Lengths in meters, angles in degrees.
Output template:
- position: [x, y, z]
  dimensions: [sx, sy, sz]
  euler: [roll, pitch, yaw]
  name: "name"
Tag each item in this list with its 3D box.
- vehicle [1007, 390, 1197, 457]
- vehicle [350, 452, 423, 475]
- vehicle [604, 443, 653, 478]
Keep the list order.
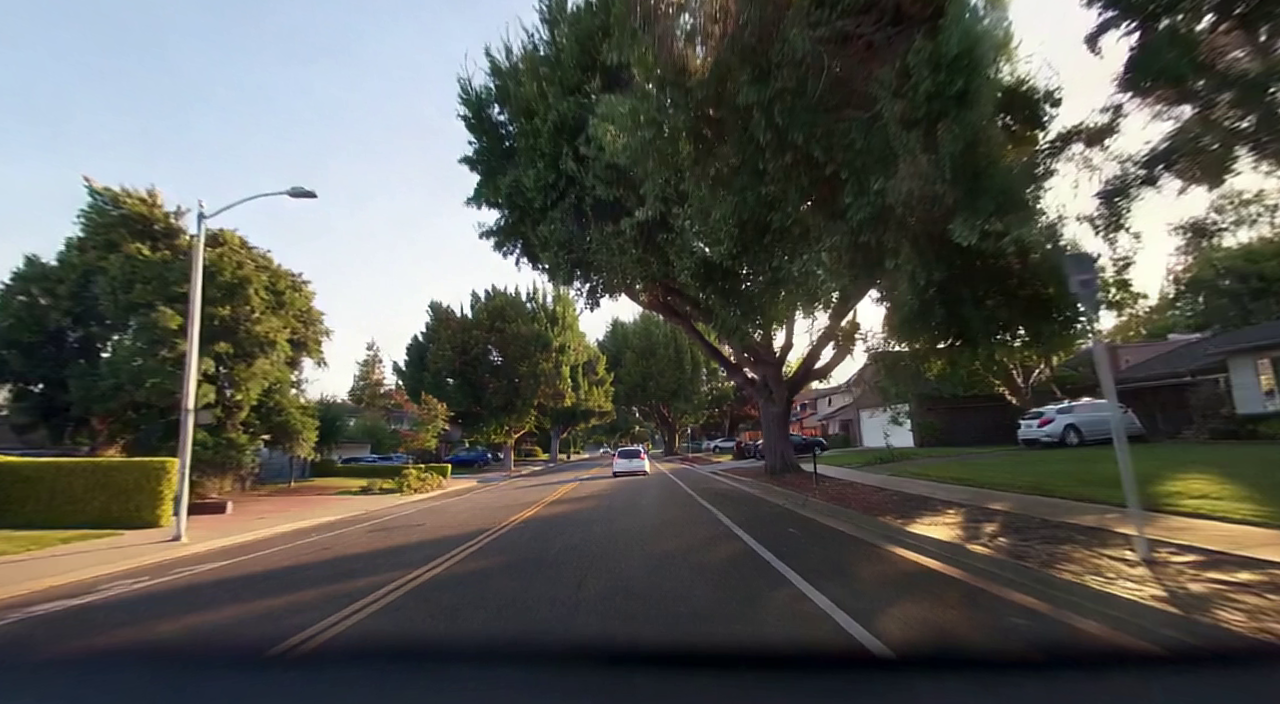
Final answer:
- position: [16.973, 2.688, 23.429]
  dimensions: [5.269, 1.813, 2.063]
  euler: [-6, -9, -1]
  name: "vehicle"
- position: [-17.109, 7.483, 42.638]
  dimensions: [4.608, 1.481, 1.890]
  euler: [-4, -10, 26]
  name: "vehicle"
- position: [-0.504, 4.941, 28.963]
  dimensions: [2.098, 1.483, 4.099]
  euler: [0, -9, 0]
  name: "vehicle"
